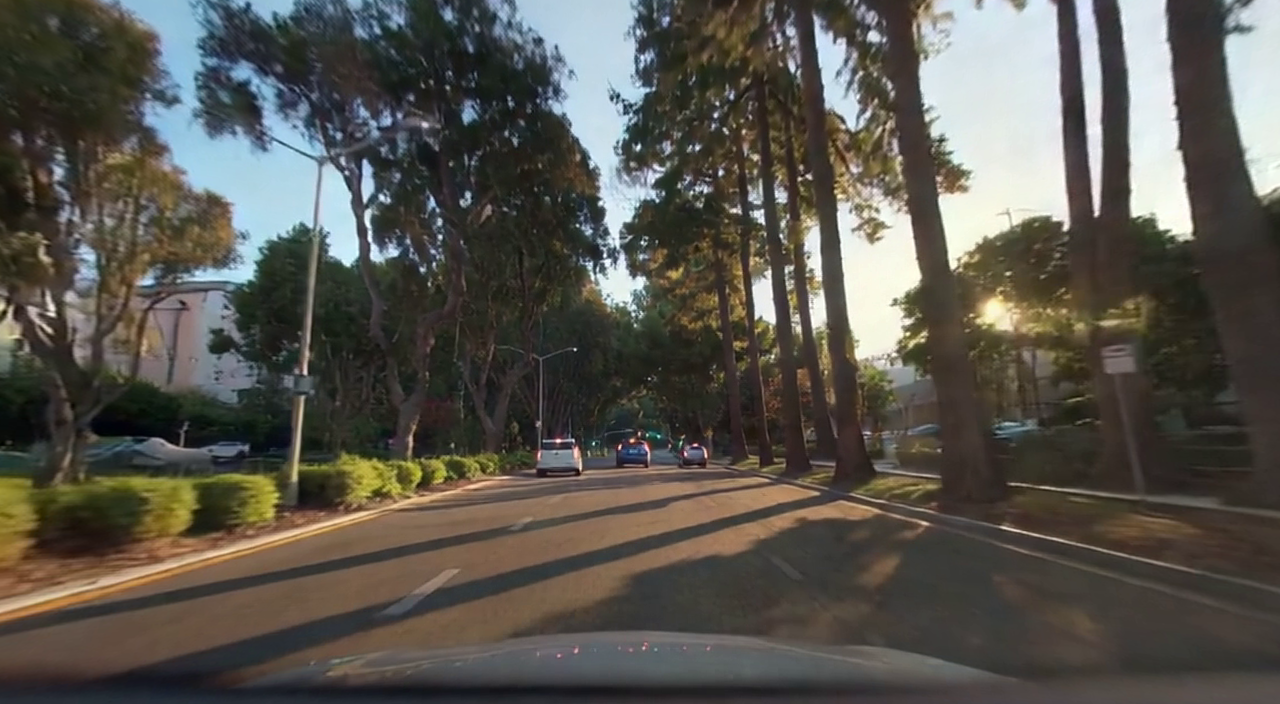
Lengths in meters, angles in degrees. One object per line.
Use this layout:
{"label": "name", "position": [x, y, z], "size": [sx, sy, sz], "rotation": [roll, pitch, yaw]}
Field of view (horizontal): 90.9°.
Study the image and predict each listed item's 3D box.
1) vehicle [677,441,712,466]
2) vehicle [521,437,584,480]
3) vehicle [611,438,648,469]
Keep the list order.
{"label": "vehicle", "position": [3.467, 6.594, 40.837], "size": [1.847, 1.554, 4.052], "rotation": [0, -10, -2]}
{"label": "vehicle", "position": [-3.705, 4.634, 27.501], "size": [2.047, 1.710, 4.314], "rotation": [0, -10, 1]}
{"label": "vehicle", "position": [-0.579, 5.852, 36.241], "size": [2.022, 1.700, 4.084], "rotation": [0, -10, 0]}
